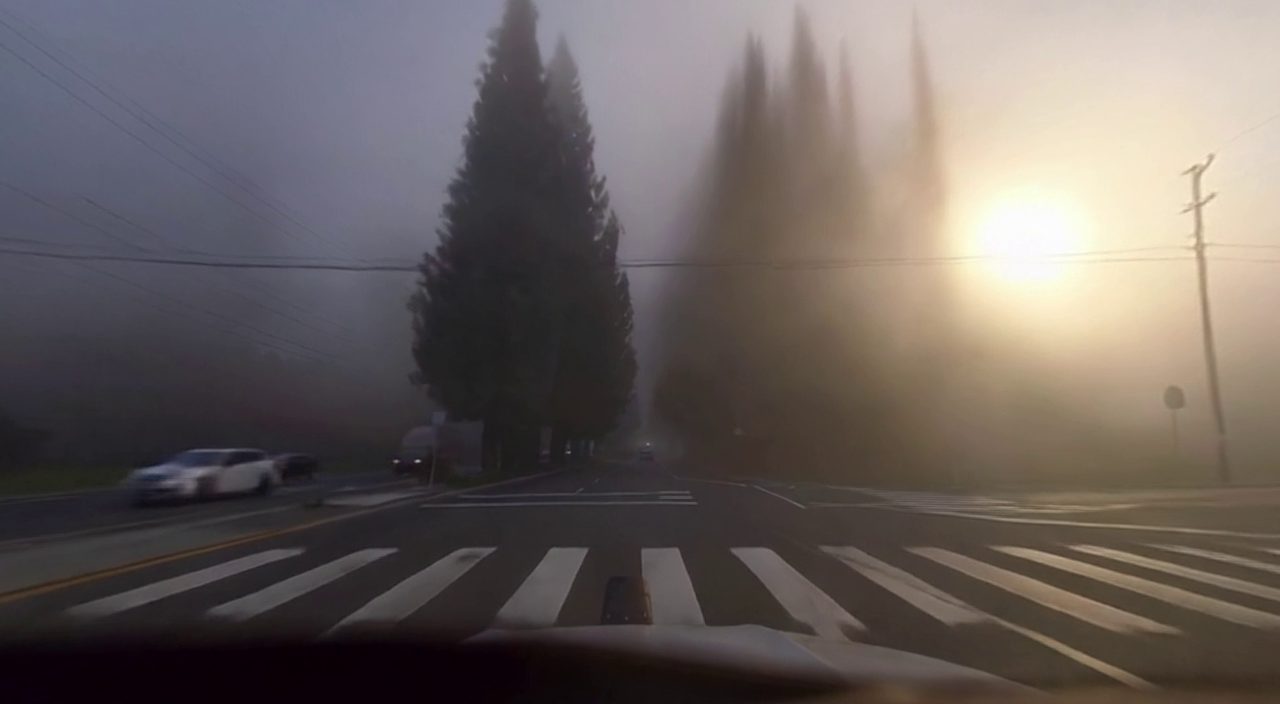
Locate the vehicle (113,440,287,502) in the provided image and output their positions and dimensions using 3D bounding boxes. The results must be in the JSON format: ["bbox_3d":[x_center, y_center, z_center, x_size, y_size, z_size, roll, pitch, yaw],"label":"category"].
[{"bbox_3d":[-13.573,3.670,19.904,2.035,1.693,4.625,0,-8,1],"label":"vehicle"}]

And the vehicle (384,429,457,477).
[{"bbox_3d":[-13.218,6.125,38.430,2.305,2.620,5.830,0,-8,0],"label":"vehicle"}]
